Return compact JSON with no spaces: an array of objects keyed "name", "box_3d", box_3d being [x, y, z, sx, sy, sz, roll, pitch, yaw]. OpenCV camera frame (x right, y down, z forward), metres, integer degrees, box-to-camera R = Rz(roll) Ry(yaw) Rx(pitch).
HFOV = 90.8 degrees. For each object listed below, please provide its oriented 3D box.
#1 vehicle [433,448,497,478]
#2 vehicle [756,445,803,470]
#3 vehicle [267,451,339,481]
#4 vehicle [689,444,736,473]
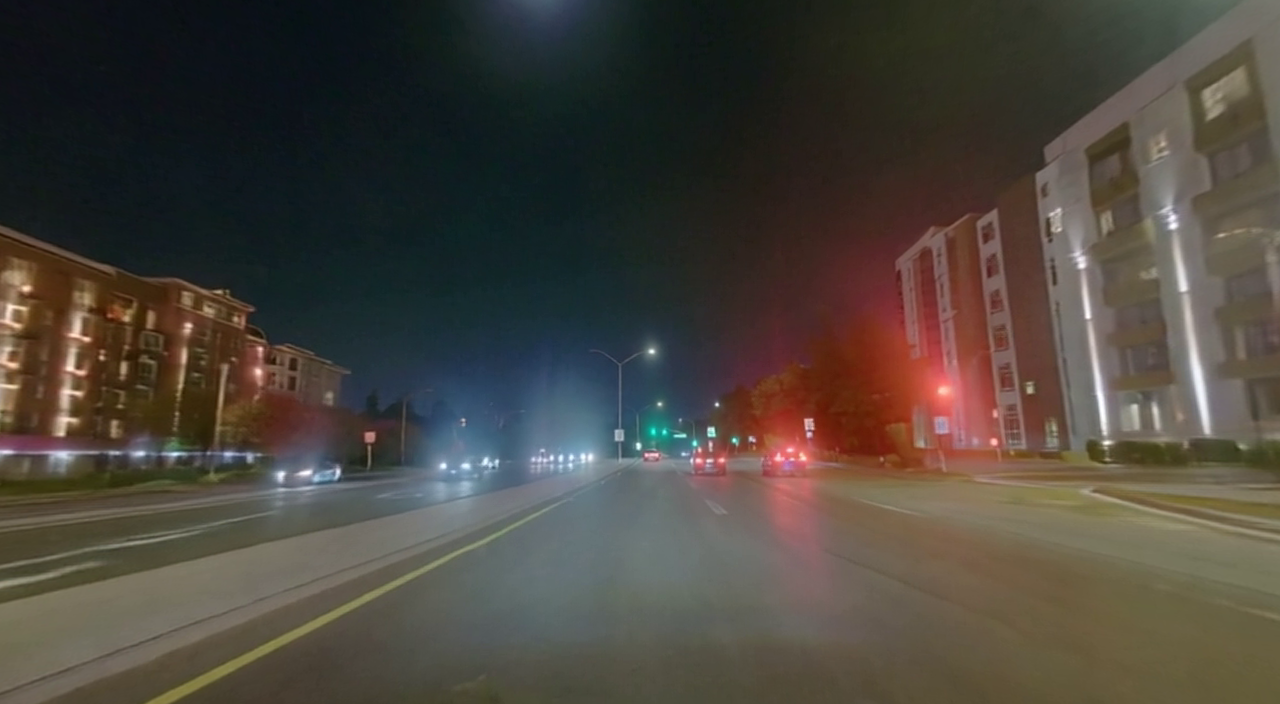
[{"name":"vehicle","box_3d":[-9.439,6.035,34.565,2.012,1.520,4.645,-1,-9,2]},{"name":"vehicle","box_3d":[8.579,6.519,39.234,1.932,1.439,4.159,0,-9,0]},{"name":"vehicle","box_3d":[-21.205,7.174,40.017,1.995,1.684,4.487,-1,-9,2]},{"name":"vehicle","box_3d":[3.979,5.941,35.447,2.020,1.479,4.650,0,-9,-1]}]
